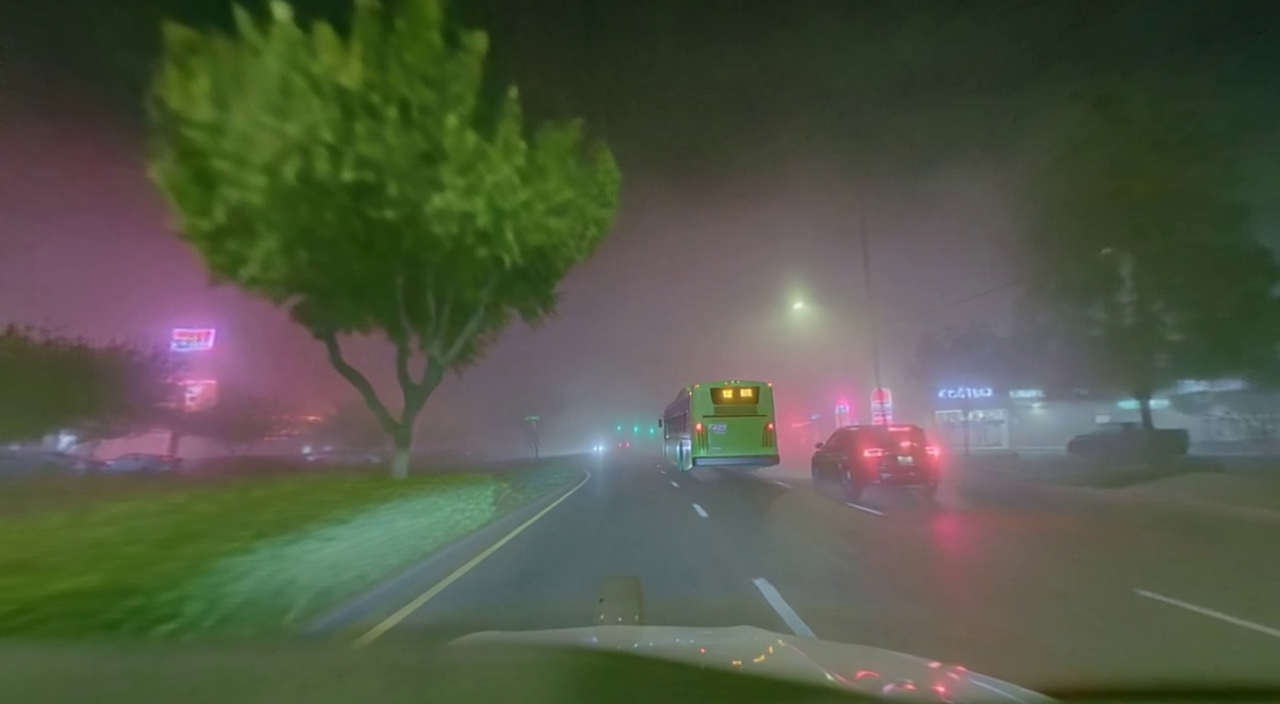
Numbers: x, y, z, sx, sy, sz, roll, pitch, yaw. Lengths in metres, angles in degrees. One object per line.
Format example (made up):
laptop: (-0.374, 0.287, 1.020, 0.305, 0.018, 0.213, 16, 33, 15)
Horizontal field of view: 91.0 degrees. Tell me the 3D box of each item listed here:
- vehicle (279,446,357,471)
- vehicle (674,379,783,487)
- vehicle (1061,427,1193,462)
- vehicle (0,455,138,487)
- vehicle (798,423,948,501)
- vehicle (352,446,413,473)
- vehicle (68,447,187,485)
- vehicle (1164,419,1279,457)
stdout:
vehicle: (-25.197, 8.321, 49.350, 4.857, 1.846, 2.185, 0, -8, -2)
vehicle: (2.946, 3.130, 23.956, 2.766, 3.306, 9.281, 0, -8, 0)
vehicle: (21.891, 4.152, 28.359, 4.589, 1.480, 1.979, 1, -8, -10)
vehicle: (-30.885, 6.412, 34.272, 2.314, 1.487, 5.898, 0, -9, -1)
vehicle: (5.927, 2.856, 16.779, 2.129, 1.754, 4.668, 0, -8, -1)
vehicle: (-19.182, 8.003, 47.113, 2.277, 1.764, 5.283, -2, -8, 1)
vehicle: (-28.216, 6.250, 34.953, 2.181, 1.901, 5.196, 0, -8, 1)
vehicle: (27.260, 4.000, 29.064, 4.499, 1.685, 2.065, 2, -9, -9)
